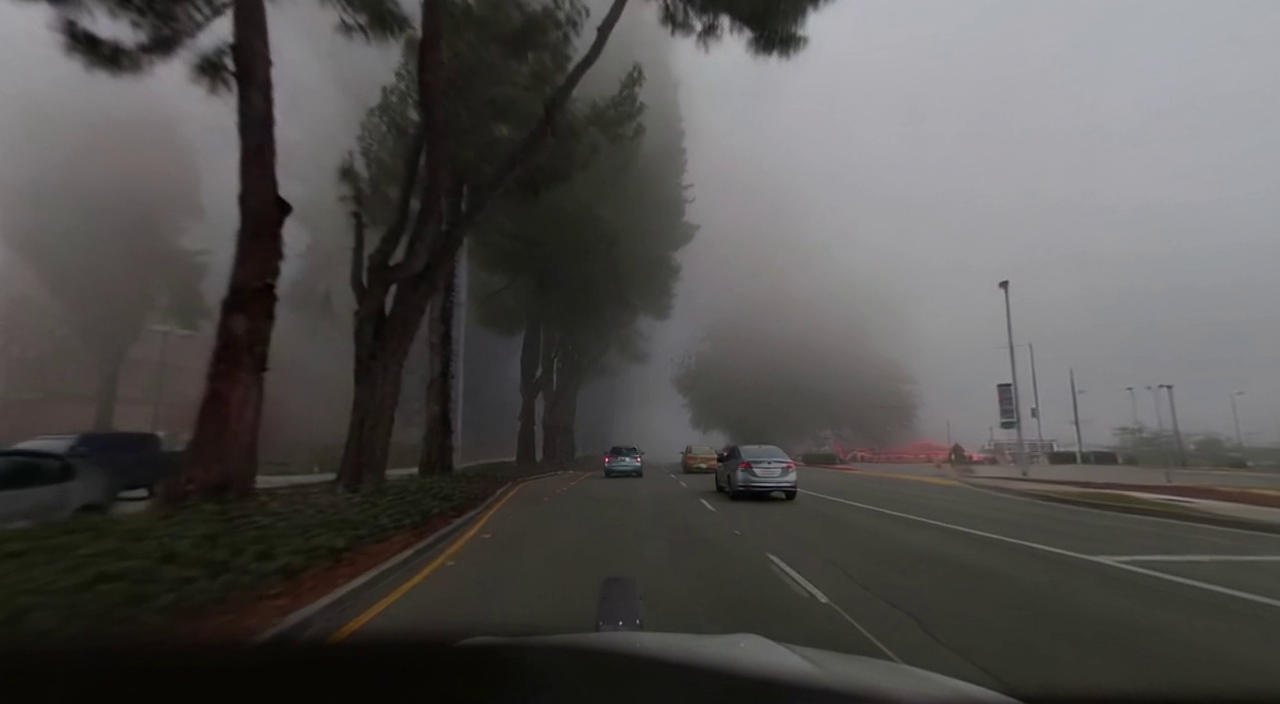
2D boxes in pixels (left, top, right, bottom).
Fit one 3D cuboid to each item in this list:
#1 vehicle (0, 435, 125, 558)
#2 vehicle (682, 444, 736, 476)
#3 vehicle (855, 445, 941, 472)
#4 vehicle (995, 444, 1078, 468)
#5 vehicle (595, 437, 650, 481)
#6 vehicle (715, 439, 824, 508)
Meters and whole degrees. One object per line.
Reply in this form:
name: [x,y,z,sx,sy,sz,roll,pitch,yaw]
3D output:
vehicle: [-8.871,1.765,7.655,1.849,1.506,4.060,0,-9,-1]
vehicle: [3.323,5.307,31.332,2.098,1.456,4.372,0,-9,-1]
vehicle: [16.415,6.781,40.306,4.517,1.491,2.056,-1,-8,-7]
vehicle: [26.912,7.087,42.997,4.321,1.580,1.924,0,-10,-3]
vehicle: [-0.686,4.451,26.505,2.101,1.694,3.979,0,-9,0]
vehicle: [3.065,2.957,15.784,1.852,1.498,3.825,0,-9,-1]
